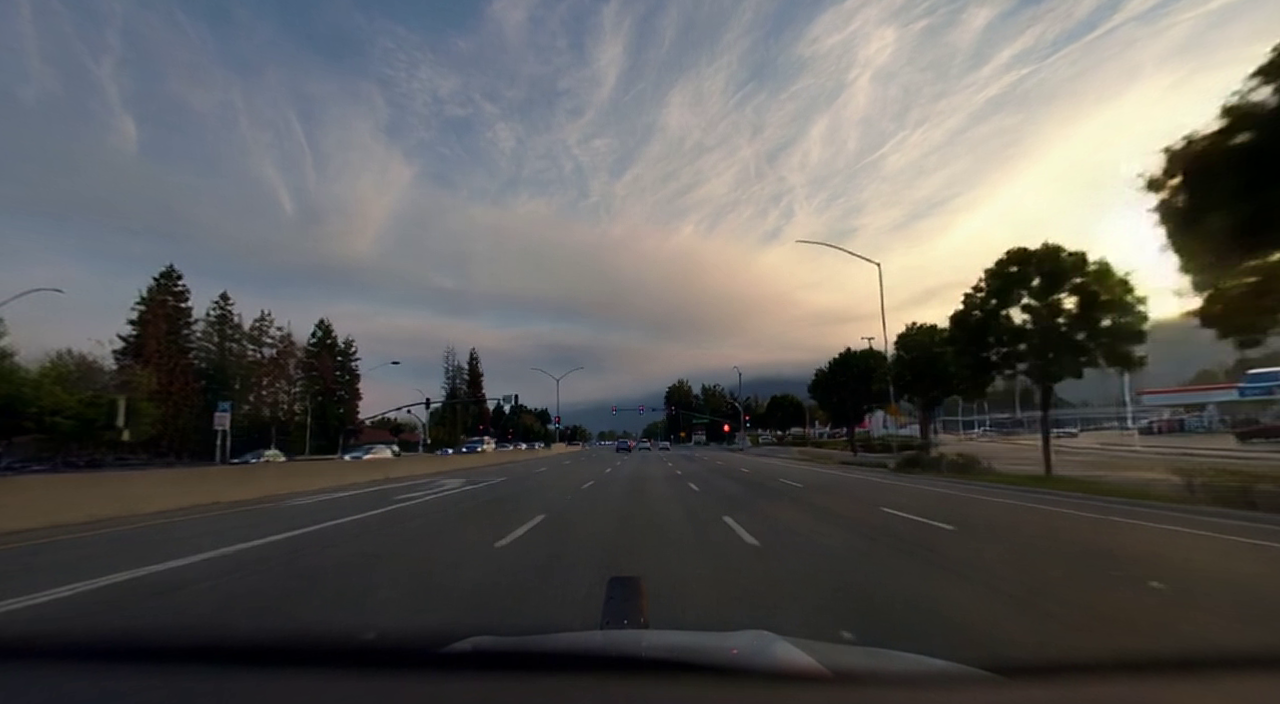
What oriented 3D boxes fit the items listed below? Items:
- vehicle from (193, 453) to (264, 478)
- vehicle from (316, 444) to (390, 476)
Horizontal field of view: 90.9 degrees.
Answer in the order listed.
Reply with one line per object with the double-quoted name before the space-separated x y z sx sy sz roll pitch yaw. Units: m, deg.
"vehicle" -26.448 7.284 40.655 1.851 1.421 3.935 0 -8 0
"vehicle" -14.812 5.569 32.811 1.880 1.496 4.246 0 -8 0
